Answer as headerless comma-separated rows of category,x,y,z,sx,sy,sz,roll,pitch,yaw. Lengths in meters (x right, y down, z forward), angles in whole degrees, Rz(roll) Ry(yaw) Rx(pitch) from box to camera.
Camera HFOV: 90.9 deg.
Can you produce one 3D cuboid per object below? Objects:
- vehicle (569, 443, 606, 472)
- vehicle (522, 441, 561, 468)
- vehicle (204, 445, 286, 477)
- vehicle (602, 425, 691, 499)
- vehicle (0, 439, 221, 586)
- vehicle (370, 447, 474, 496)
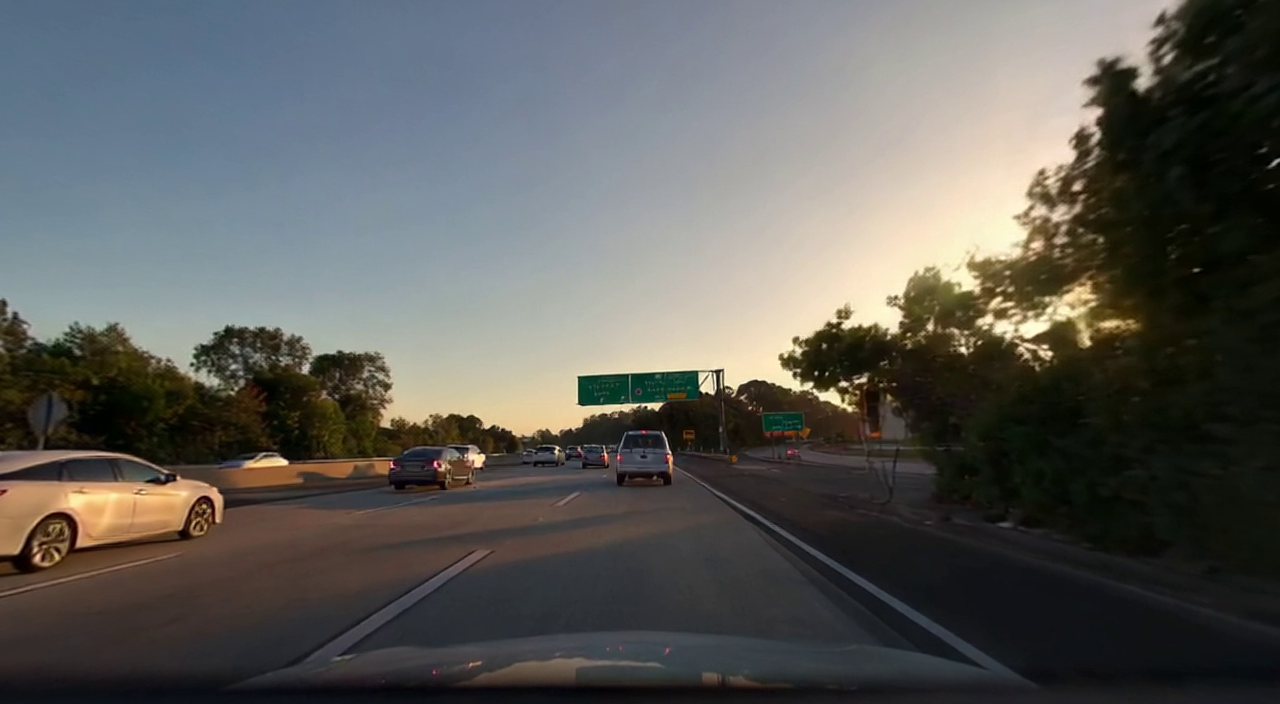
vehicle,-3.209,6.549,39.362,1.952,1.649,4.131,0,-9,1
vehicle,-7.226,7.593,46.799,2.106,1.816,4.936,0,-9,0
vehicle,-24.808,6.847,39.812,2.180,1.827,4.563,0,-9,0
vehicle,0.183,3.003,17.439,2.152,1.779,3.924,0,-9,1
vehicle,-7.358,1.785,7.432,1.864,1.458,4.295,0,-9,0
vehicle,-7.099,3.907,21.019,1.869,1.466,4.217,0,-9,1
